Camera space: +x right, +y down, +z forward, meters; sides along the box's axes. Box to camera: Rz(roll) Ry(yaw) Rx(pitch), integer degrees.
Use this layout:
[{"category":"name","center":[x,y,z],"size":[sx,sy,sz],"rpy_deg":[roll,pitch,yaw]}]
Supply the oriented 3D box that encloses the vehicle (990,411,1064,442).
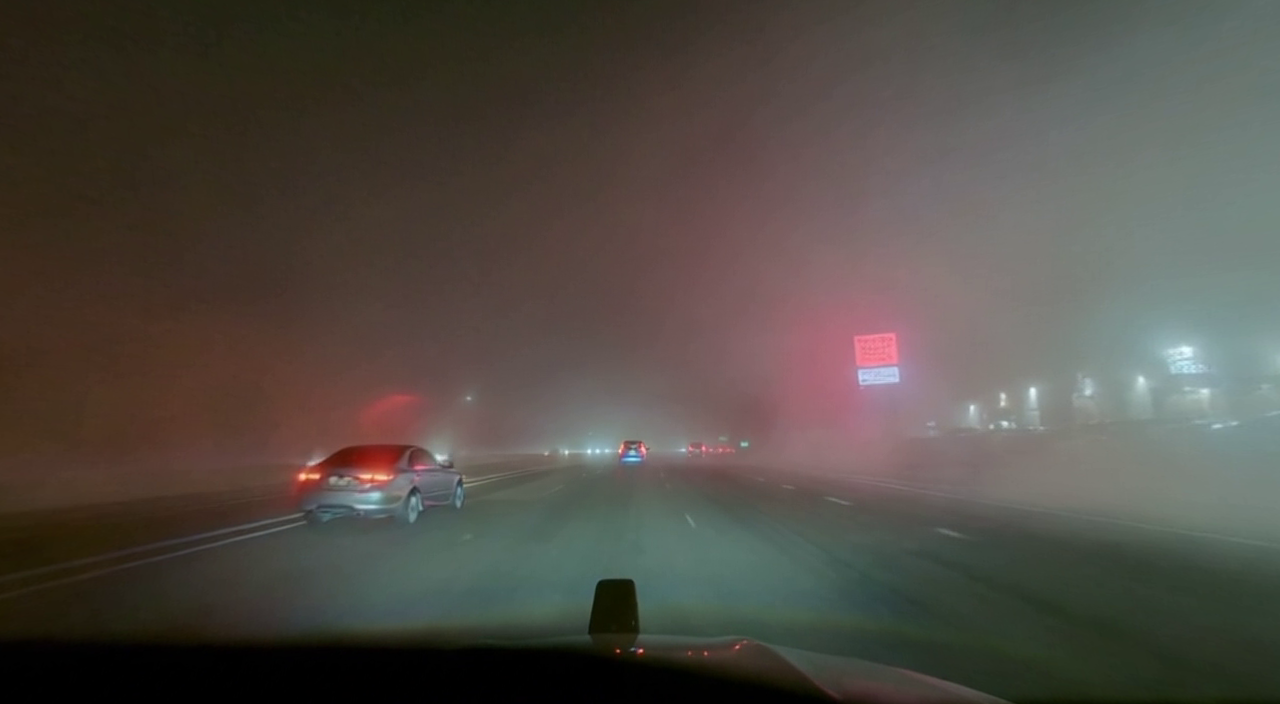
[{"category":"vehicle","center":[22.705,4.426,37.041],"size":[4.353,1.698,2.034],"rpy_deg":[6,-10,-35]}]

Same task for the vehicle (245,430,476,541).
[{"category":"vehicle","center":[-4.400,2.161,10.922],"size":[1.907,1.483,4.562],"rpy_deg":[0,-9,0]}]

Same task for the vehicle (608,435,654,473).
[{"category":"vehicle","center":[-0.390,5.343,33.338],"size":[2.155,1.856,4.796],"rpy_deg":[-1,-9,2]}]

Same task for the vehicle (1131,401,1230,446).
[{"category":"vehicle","center":[23.164,3.111,27.027],"size":[4.472,1.735,2.074],"rpy_deg":[6,-9,-35]}]

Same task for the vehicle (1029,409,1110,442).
[{"category":"vehicle","center":[23.376,4.033,34.325],"size":[4.425,1.677,2.003],"rpy_deg":[6,-9,-33]}]

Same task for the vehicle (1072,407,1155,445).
[{"category":"vehicle","center":[22.944,3.633,30.537],"size":[4.338,1.725,2.016],"rpy_deg":[6,-11,-38]}]

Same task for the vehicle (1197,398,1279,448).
[{"category":"vehicle","center":[23.357,2.791,24.224],"size":[4.419,1.749,2.055],"rpy_deg":[6,-11,-38]}]
